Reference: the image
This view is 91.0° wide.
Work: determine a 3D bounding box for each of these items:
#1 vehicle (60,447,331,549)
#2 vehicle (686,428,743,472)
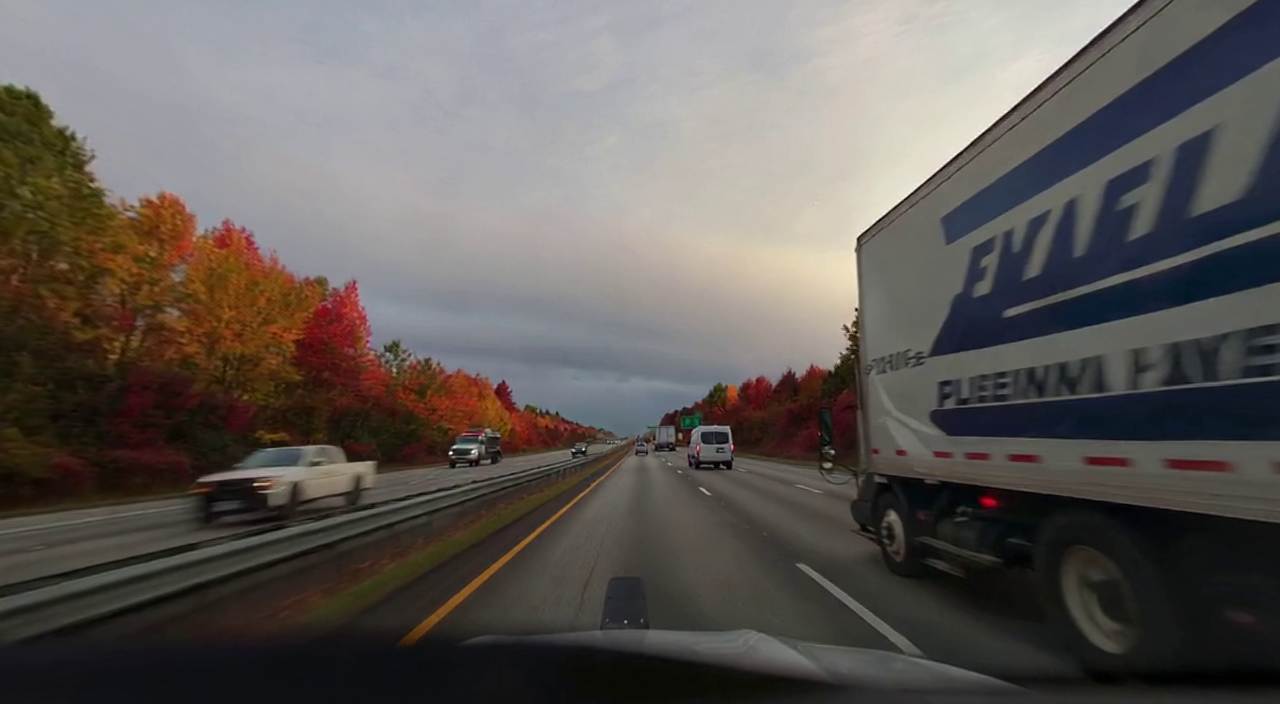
[{"bbox_3d":[-7.950,2.581,11.930,1.914,1.523,4.361,0,-8,0],"label":"vehicle"},{"bbox_3d":[3.788,5.122,33.034,2.291,2.112,5.052,0,-8,-1],"label":"vehicle"}]
